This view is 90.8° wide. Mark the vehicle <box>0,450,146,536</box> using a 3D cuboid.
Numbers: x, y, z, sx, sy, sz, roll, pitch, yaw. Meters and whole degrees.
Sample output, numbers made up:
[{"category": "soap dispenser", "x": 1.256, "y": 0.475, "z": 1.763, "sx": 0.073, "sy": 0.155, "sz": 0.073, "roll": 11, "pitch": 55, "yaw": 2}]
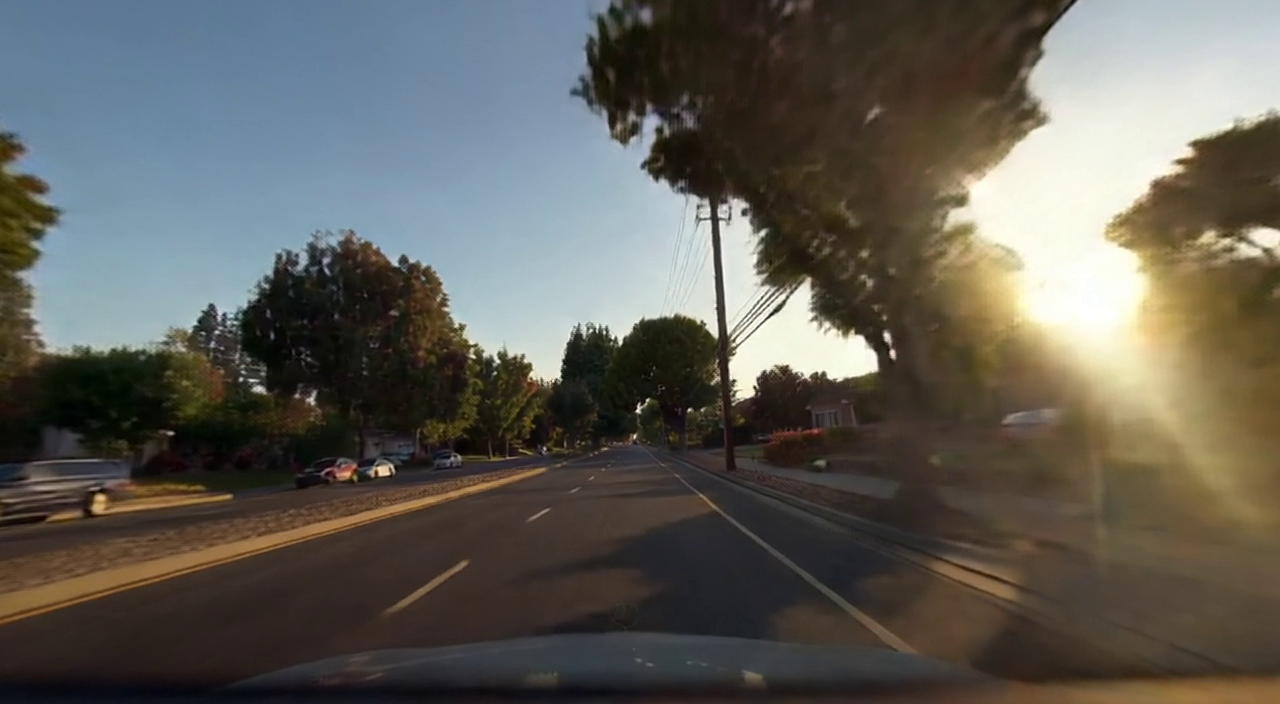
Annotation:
[{"category": "vehicle", "x": -15.879, "y": 3.601, "z": 16.528, "sx": 2.071, "sy": 1.883, "sz": 4.915, "roll": -2, "pitch": -8, "yaw": -3}]

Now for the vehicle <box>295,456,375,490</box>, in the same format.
[{"category": "vehicle", "x": -15.968, "y": 6.329, "z": 33.401, "sx": 2.031, "sy": 1.482, "sz": 4.476, "roll": -4, "pitch": -9, "yaw": 0}]
